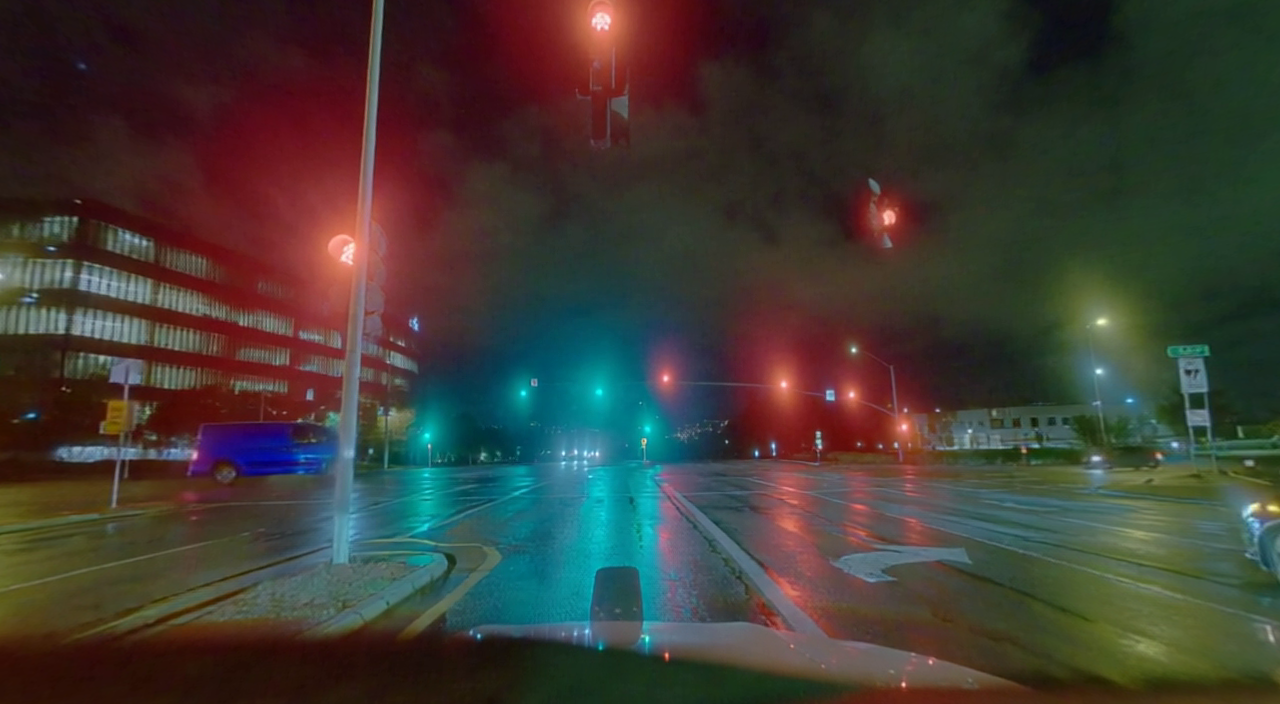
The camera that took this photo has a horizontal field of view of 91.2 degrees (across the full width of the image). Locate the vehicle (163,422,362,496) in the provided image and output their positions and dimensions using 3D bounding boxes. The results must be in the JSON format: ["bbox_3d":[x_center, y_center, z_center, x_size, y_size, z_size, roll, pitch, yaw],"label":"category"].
[{"bbox_3d":[-16.808,4.788,28.488,7.088,3.096,2.678,2,-9,-13],"label":"vehicle"}]

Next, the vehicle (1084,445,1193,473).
[{"bbox_3d":[29.327,6.277,36.974,4.736,1.542,1.966,0,-9,-1],"label":"vehicle"}]
